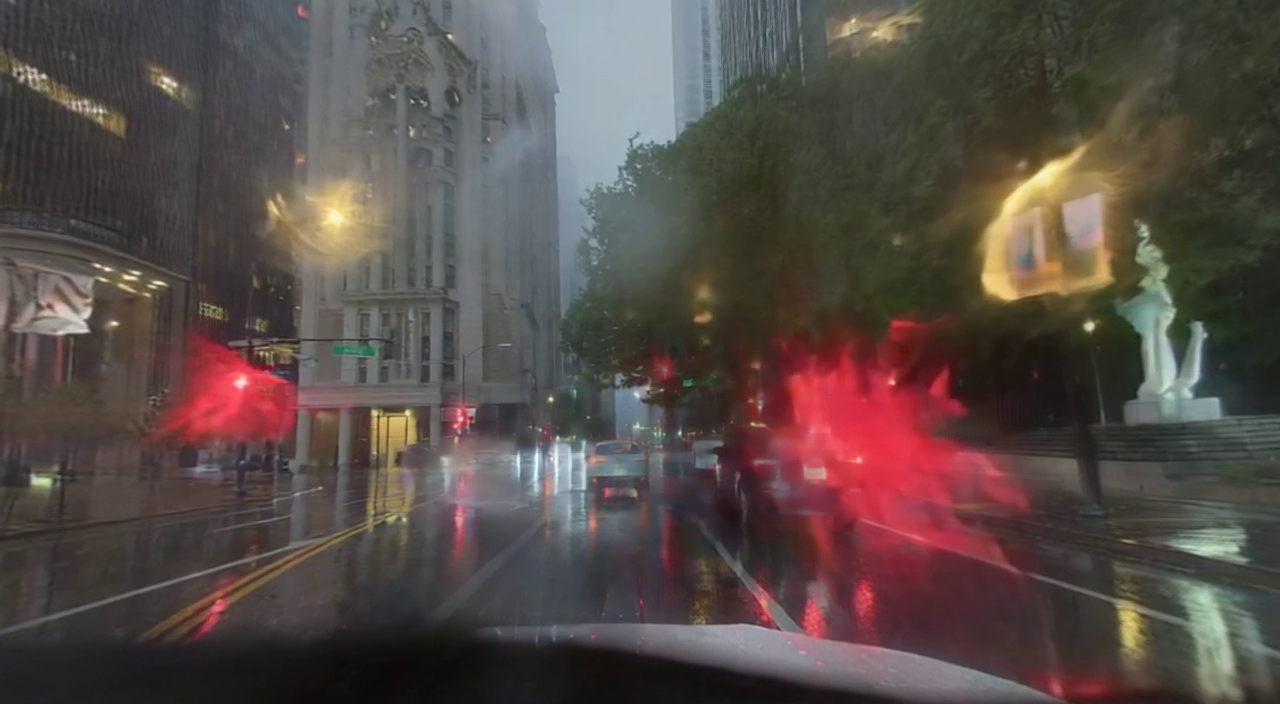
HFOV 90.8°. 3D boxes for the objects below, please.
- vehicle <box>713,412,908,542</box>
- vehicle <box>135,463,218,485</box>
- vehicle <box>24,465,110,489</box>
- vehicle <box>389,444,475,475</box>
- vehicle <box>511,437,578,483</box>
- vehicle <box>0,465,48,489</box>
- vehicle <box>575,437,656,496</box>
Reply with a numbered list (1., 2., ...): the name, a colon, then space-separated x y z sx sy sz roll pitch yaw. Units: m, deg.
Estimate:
1. vehicle: 2.618 2.063 11.016 2.096 1.775 4.440 0 -9 -1
2. vehicle: -32.514 8.538 44.401 4.392 1.427 1.764 0 -9 0
3. vehicle: -40.254 8.773 44.437 4.224 1.622 1.808 0 -9 -1
4. vehicle: -12.703 6.603 38.995 4.855 1.769 2.071 2 -9 -14
5. vehicle: -3.617 4.194 24.841 2.045 1.633 4.864 0 -9 -2
6. vehicle: -44.786 8.876 44.884 3.671 1.498 1.670 1 -9 2
7. vehicle: -0.649 3.283 18.452 2.096 1.492 4.071 0 -9 0
